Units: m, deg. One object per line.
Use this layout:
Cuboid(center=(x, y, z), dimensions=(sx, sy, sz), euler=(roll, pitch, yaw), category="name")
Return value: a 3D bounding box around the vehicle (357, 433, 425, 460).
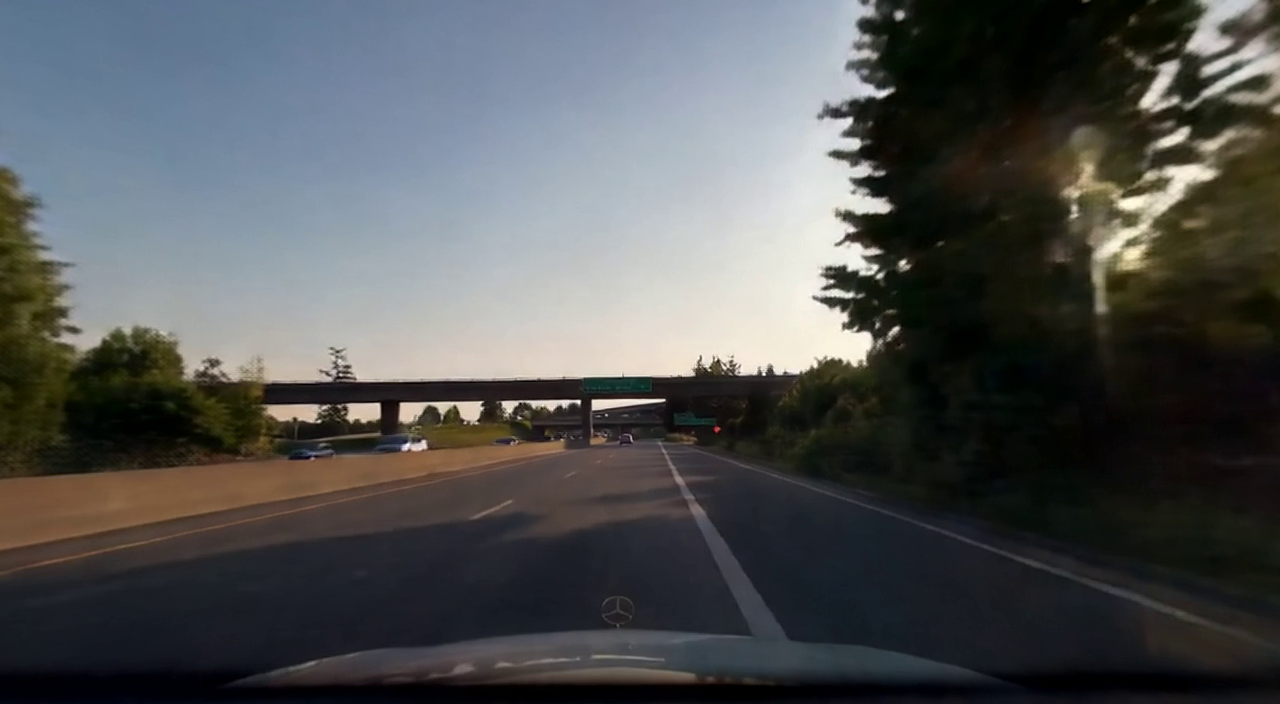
Cuboid(center=(-15.299, 5.799, 39.053), dimensions=(2.223, 1.560, 4.808), euler=(0, -8, 0), category="vehicle")
